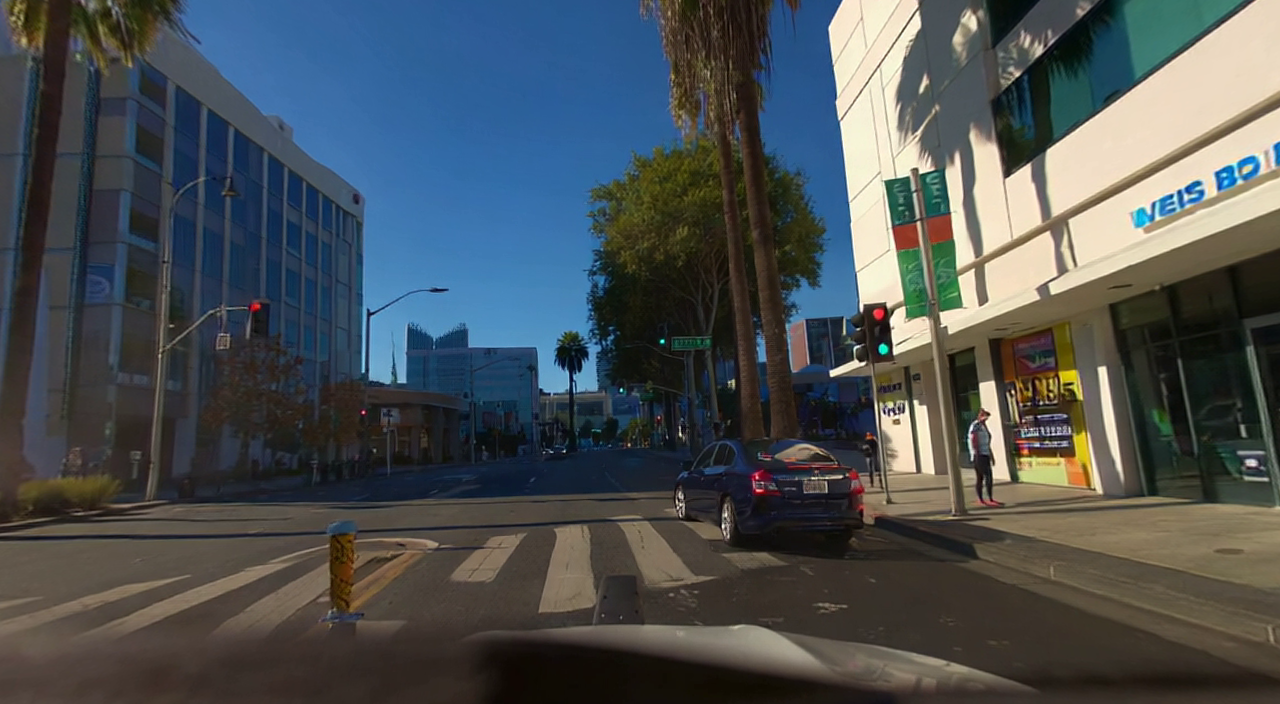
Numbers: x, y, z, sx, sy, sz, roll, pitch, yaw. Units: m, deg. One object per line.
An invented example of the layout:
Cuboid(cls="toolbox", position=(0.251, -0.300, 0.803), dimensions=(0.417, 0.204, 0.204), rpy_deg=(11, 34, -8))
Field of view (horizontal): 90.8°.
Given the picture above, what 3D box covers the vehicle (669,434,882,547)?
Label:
Cuboid(cls="vehicle", position=(1.944, 2.183, 10.820), dimensions=(2.090, 1.466, 4.676), rpy_deg=(1, -8, -7))
